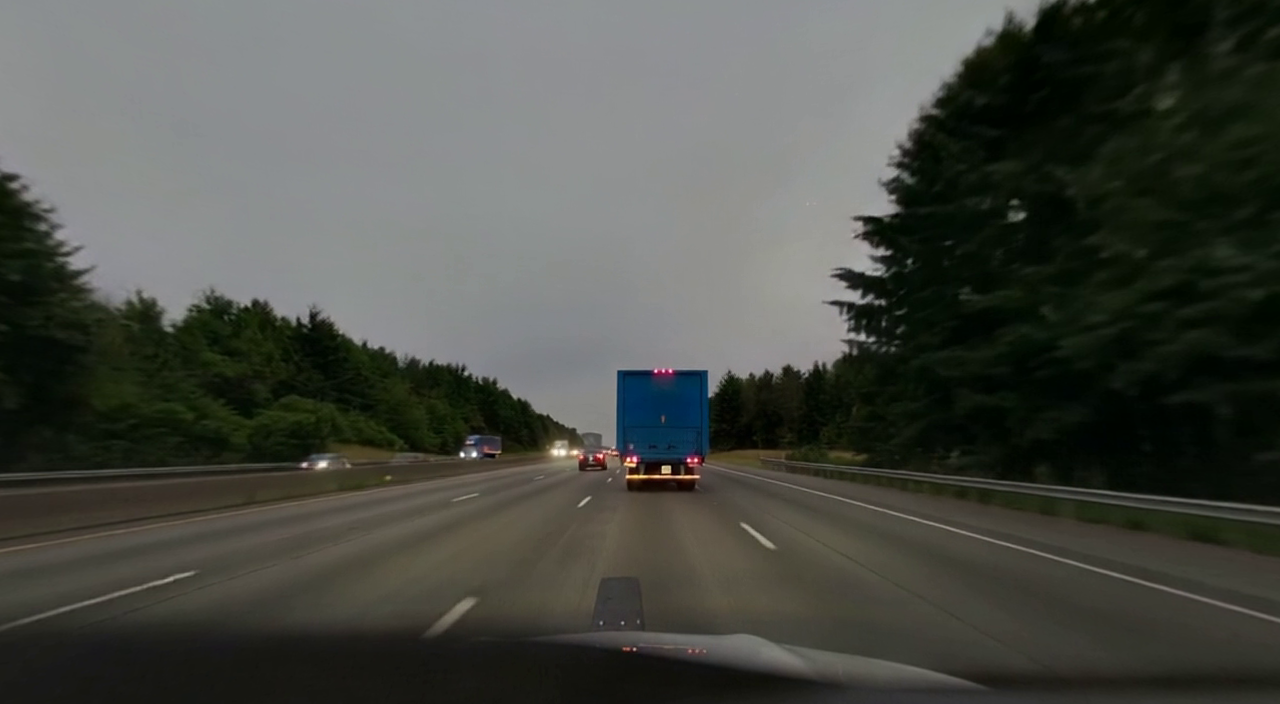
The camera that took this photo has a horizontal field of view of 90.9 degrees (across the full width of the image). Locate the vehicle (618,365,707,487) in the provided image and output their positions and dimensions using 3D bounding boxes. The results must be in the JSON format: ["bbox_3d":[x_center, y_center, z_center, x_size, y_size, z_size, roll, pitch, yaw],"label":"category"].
[{"bbox_3d":[0.676,3.183,25.679,2.898,3.973,10.063,0,-9,0],"label":"vehicle"}]

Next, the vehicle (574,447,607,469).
[{"bbox_3d":[-3.431,7.412,44.126,1.985,1.482,3.923,0,-9,0],"label":"vehicle"}]
